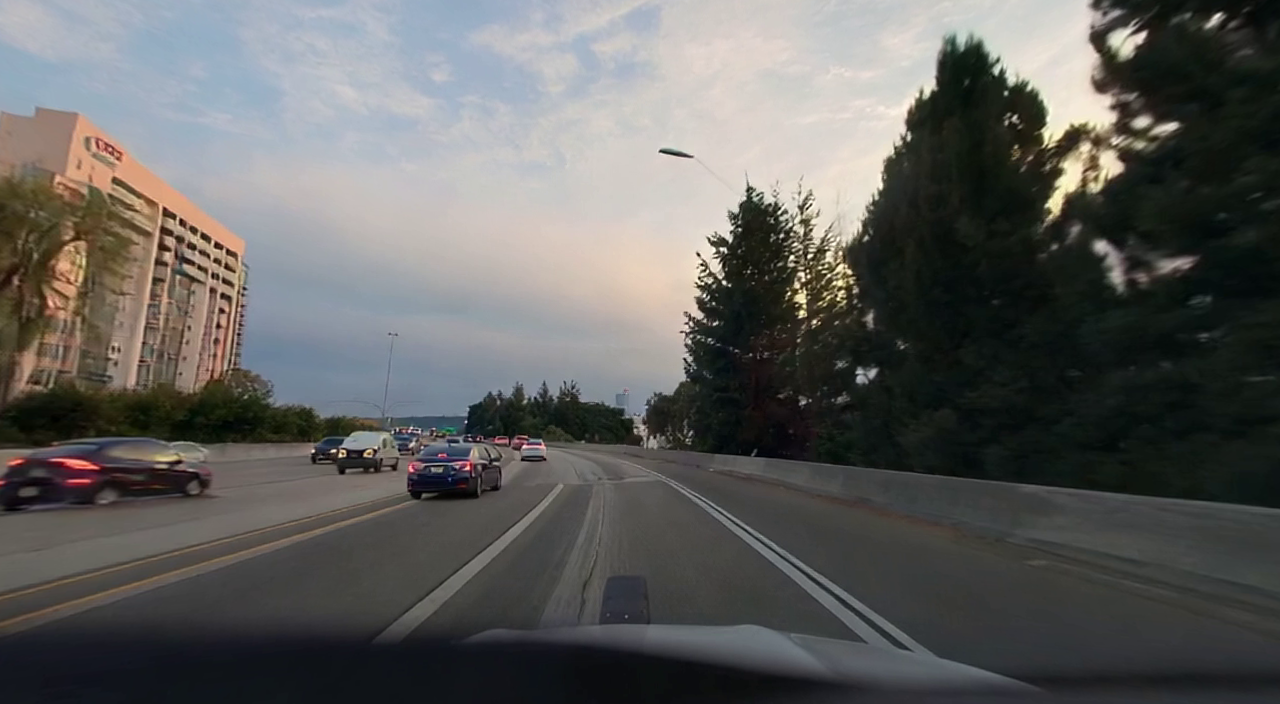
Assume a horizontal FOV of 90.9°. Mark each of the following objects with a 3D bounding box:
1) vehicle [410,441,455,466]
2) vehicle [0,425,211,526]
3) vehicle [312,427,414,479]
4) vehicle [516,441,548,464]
[{"bbox_3d":[-12.938,6.349,39.560,1.902,1.468,4.103,1,-8,-7],"label":"vehicle"},{"bbox_3d":[-10.897,2.290,12.256,2.048,1.583,4.506,0,-8,-3],"label":"vehicle"},{"bbox_3d":[-11.042,4.053,25.622,2.151,1.871,5.177,0,-8,-5],"label":"vehicle"},{"bbox_3d":[-7.132,6.671,41.960,1.885,1.469,4.211,1,-8,-7],"label":"vehicle"}]
